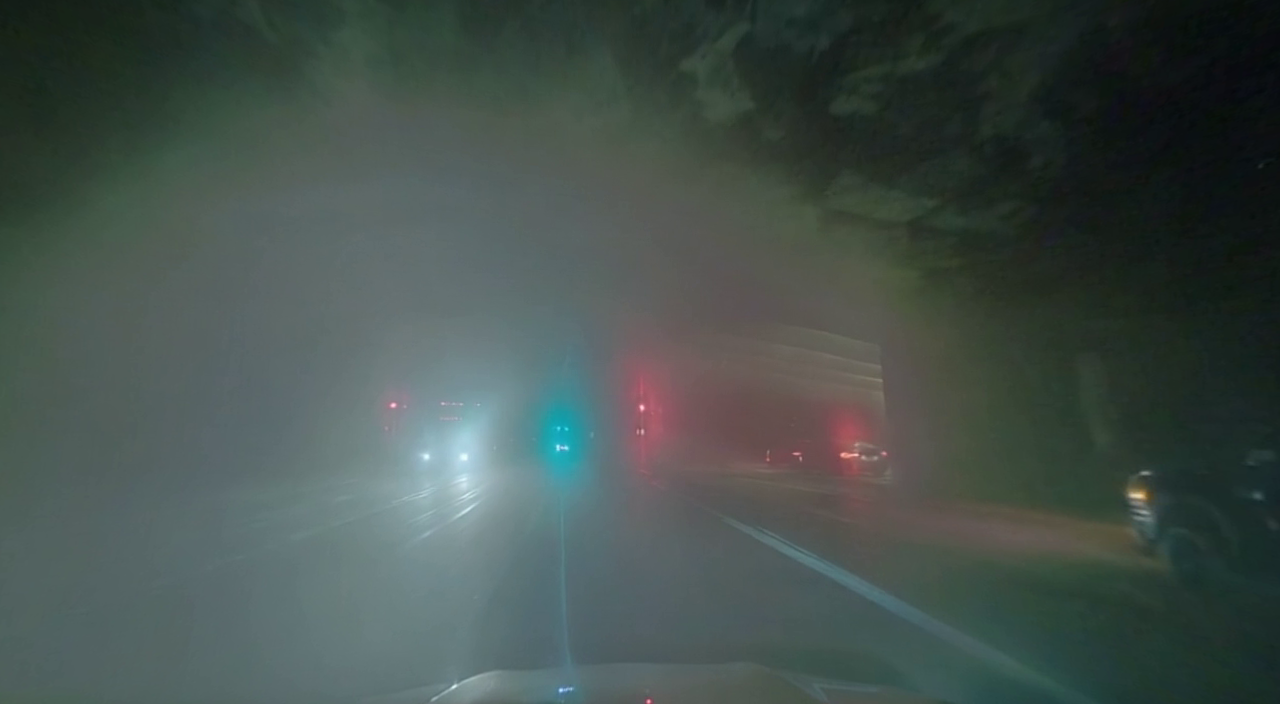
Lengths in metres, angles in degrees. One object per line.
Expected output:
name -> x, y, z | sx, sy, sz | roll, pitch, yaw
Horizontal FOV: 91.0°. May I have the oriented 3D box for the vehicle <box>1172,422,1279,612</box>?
vehicle -> 6.351, 1.123, 3.717 | 2.012, 1.521, 4.663 | 0, -8, -6
